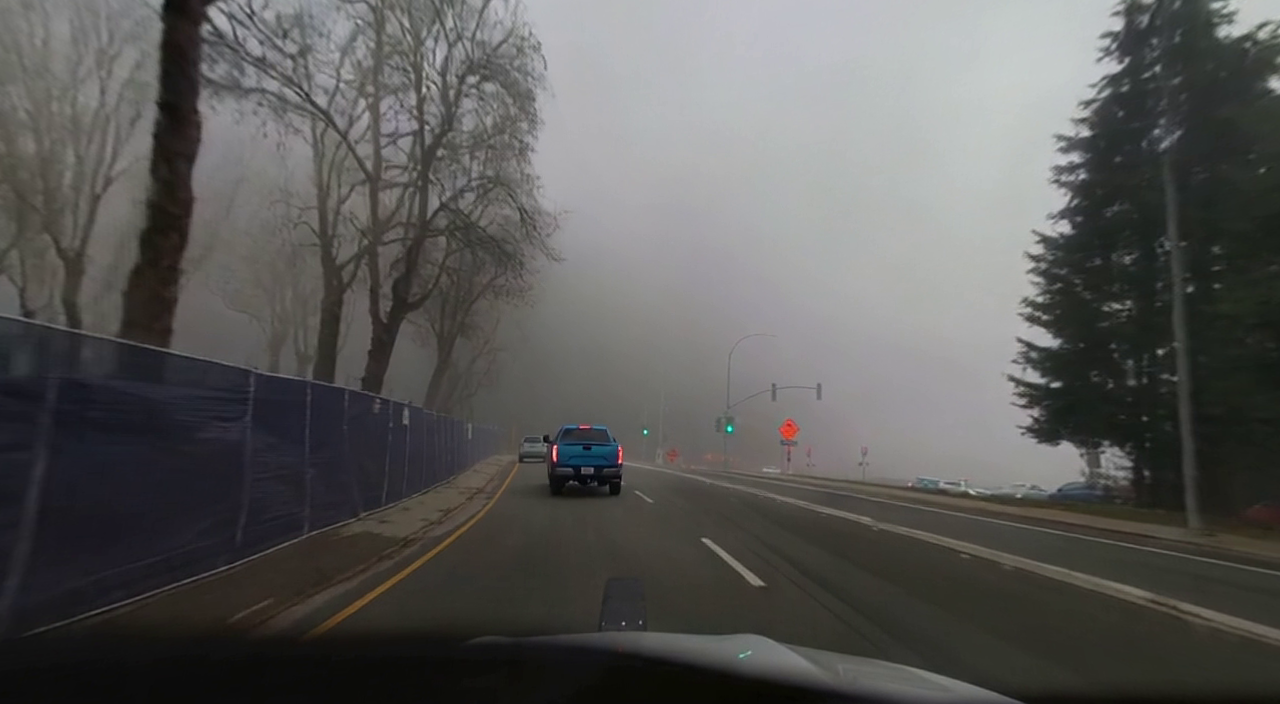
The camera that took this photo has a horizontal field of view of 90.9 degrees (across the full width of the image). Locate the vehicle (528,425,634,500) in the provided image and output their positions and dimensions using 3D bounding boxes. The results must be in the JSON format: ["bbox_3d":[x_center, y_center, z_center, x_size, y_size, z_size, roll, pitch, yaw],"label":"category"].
[{"bbox_3d":[-1.565,2.935,17.243,2.436,1.698,5.322,0,-8,-4],"label":"vehicle"}]

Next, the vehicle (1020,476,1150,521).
[{"bbox_3d":[19.100,6.290,27.383,1.884,1.622,4.485,3,-10,-10],"label":"vehicle"}]

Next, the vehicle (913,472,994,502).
[{"bbox_3d":[17.851,7.711,36.129,1.808,1.467,4.360,3,-10,-11],"label":"vehicle"}]
